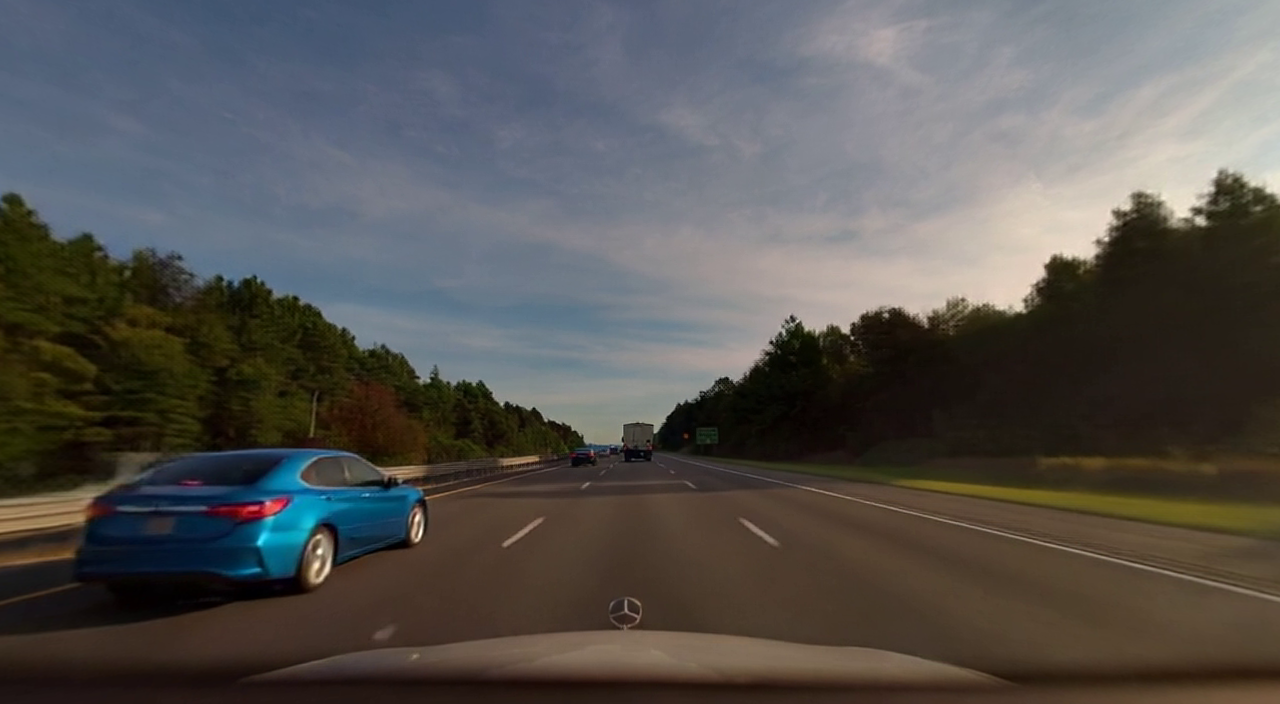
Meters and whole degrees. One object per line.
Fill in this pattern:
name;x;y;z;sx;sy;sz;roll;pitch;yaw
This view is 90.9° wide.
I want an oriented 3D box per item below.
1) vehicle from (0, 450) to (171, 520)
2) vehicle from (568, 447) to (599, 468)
vehicle;-16.479;3.774;18.454;2.191;1.757;4.202;0;-9;-1
vehicle;-4.264;8.021;47.995;1.916;1.506;4.476;0;-9;0
